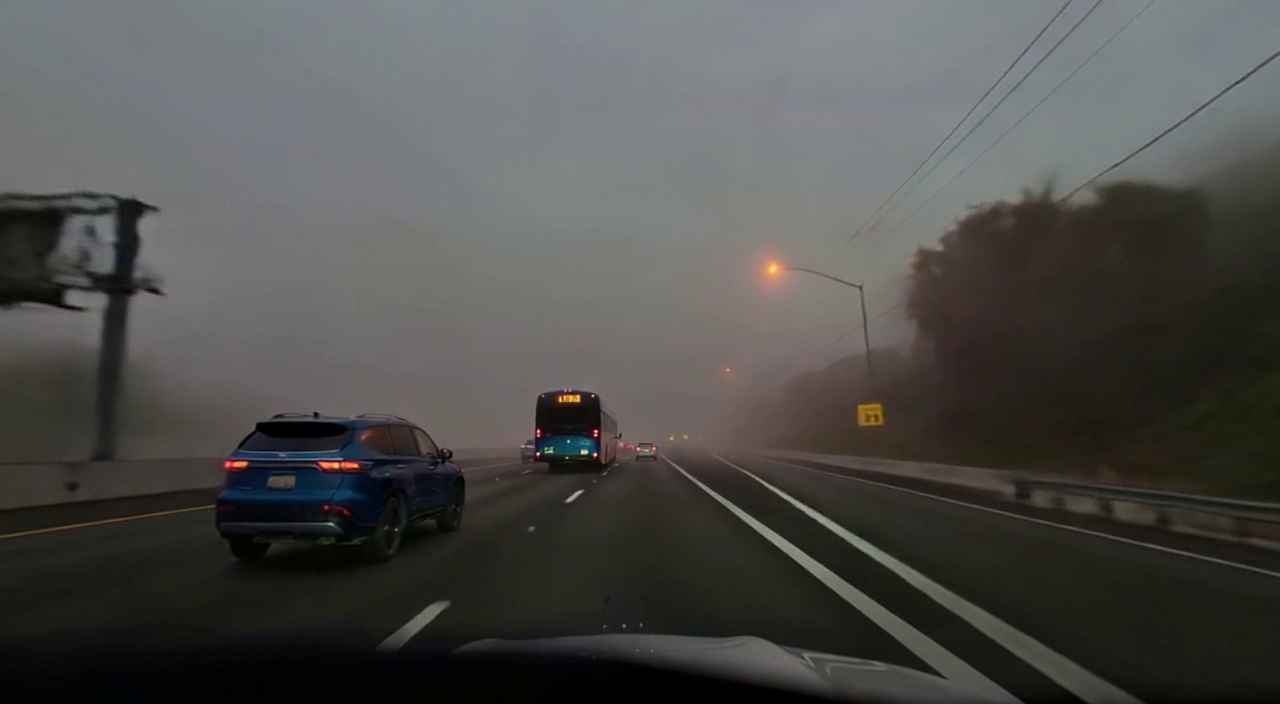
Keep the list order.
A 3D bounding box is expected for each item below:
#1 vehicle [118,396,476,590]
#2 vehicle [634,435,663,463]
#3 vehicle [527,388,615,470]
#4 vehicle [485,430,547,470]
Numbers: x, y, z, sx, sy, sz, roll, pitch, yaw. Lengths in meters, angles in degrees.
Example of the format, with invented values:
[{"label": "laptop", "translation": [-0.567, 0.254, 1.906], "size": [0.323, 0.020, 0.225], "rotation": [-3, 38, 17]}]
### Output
[{"label": "vehicle", "translation": [-3.661, 1.586, 7.871], "size": [2.021, 1.730, 4.223], "rotation": [0, -8, 1]}, {"label": "vehicle", "translation": [0.629, 7.302, 47.683], "size": [2.083, 2.001, 4.782], "rotation": [0, -8, 0]}, {"label": "vehicle", "translation": [-3.423, 4.463, 34.999], "size": [3.382, 3.712, 11.766], "rotation": [1, -9, 1]}, {"label": "vehicle", "translation": [-6.944, 5.585, 36.079], "size": [2.282, 2.116, 6.030], "rotation": [0, -8, 1]}]
